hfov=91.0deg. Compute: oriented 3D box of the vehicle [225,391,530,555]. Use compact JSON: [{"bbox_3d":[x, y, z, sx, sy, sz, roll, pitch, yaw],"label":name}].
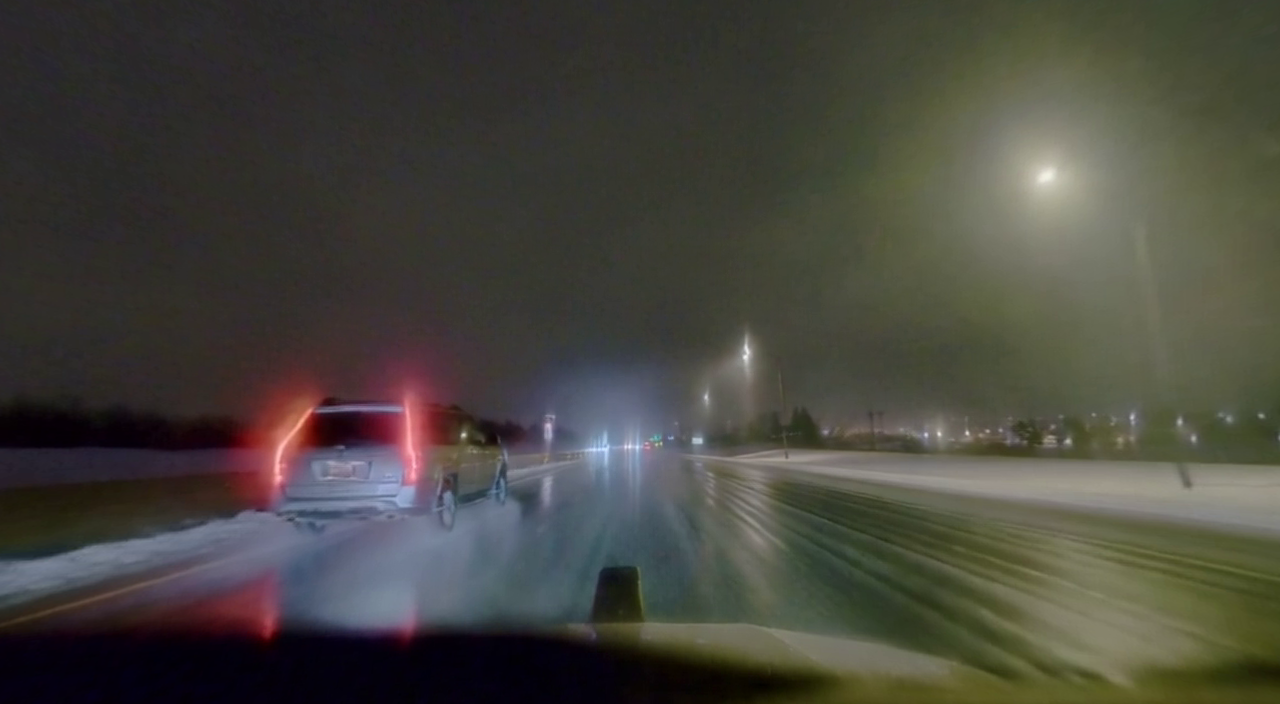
[{"bbox_3d":[-3.618,1.860,10.402,2.431,1.928,5.760,0,-9,1],"label":"vehicle"}]
